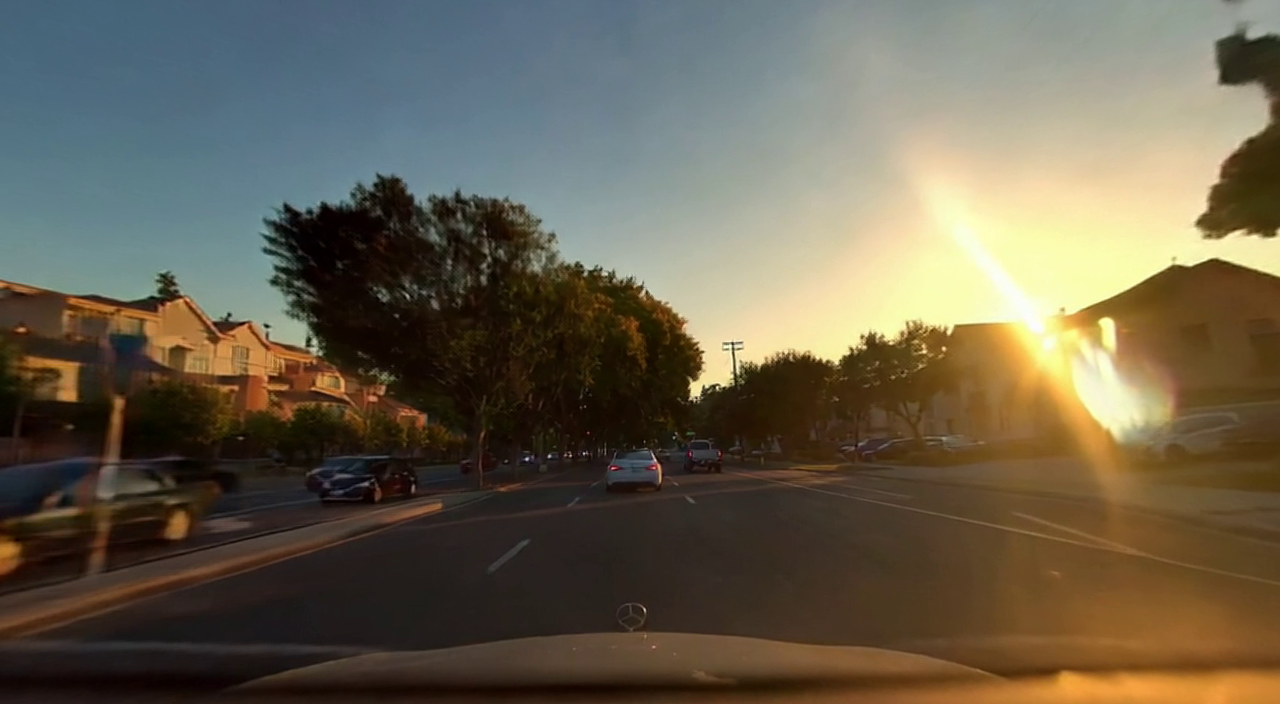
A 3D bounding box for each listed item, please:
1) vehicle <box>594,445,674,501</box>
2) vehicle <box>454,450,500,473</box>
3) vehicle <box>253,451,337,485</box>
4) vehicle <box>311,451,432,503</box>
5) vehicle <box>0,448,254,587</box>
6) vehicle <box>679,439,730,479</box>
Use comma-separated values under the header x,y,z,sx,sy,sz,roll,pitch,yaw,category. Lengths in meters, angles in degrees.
x,y,z,sx,sy,sz,roll,pitch,yaw,category
-0.169,3.555,18.948,2.140,1.474,4.026,0,-8,0,vehicle
-11.471,7.716,44.691,1.917,1.488,4.611,0,-8,1,vehicle
-18.652,6.279,34.342,1.906,1.655,4.691,0,-8,1,vehicle
-8.721,4.068,20.969,2.035,1.463,4.527,0,-8,0,vehicle
-8.269,2.224,9.184,2.121,1.513,4.832,-2,-8,2,vehicle
3.149,5.310,31.624,2.073,1.822,4.276,0,-8,-1,vehicle
